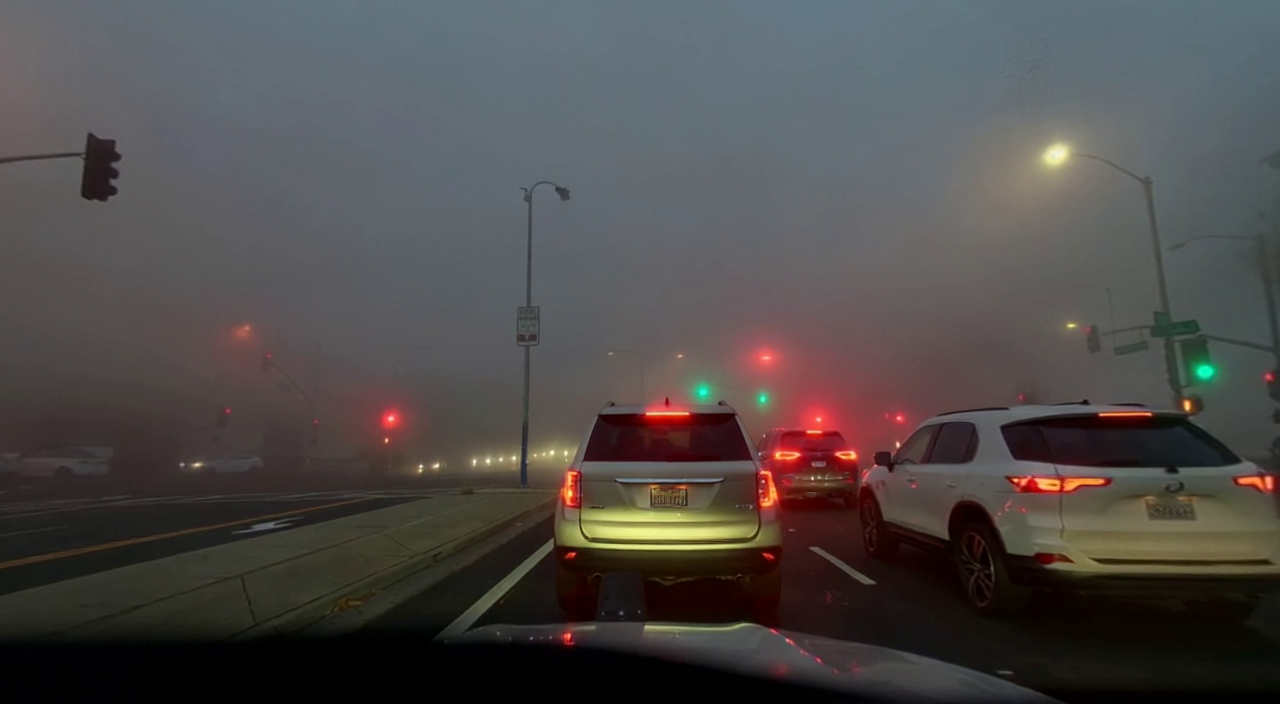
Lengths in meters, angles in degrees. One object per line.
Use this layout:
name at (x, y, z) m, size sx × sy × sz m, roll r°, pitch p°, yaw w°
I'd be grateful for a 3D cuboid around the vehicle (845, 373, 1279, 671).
vehicle at (3.564, 1.295, 5.841) m, size 2.018 × 1.701 × 4.288 m, roll 0°, pitch -9°, yaw 2°

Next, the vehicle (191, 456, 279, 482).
vehicle at (-24.889, 7.177, 38.980) m, size 4.255 × 1.444 × 1.864 m, roll 4°, pitch -9°, yaw -24°

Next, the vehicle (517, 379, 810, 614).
vehicle at (0.228, 1.470, 7.258) m, size 2.292 × 1.840 × 4.394 m, roll 0°, pitch -9°, yaw 1°

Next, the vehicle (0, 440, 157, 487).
vehicle at (-24.559, 4.838, 27.551) m, size 5.062 × 1.946 × 2.243 m, roll 0°, pitch -9°, yaw -1°
